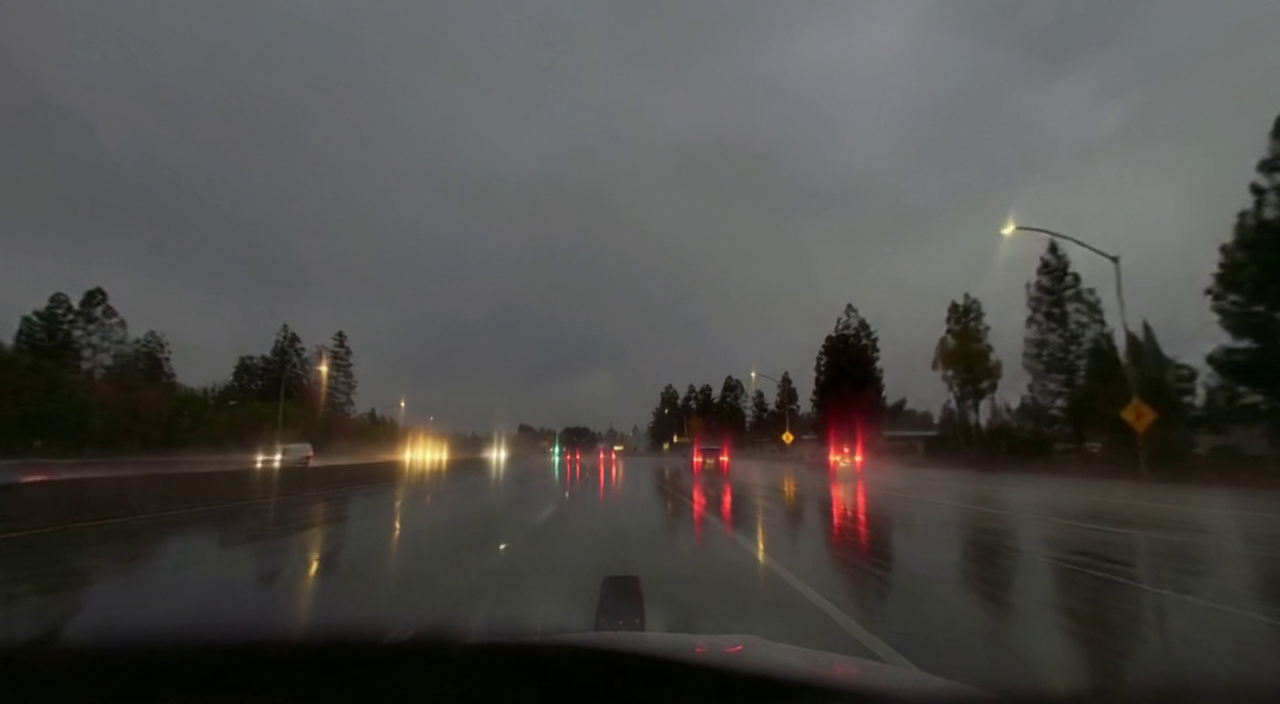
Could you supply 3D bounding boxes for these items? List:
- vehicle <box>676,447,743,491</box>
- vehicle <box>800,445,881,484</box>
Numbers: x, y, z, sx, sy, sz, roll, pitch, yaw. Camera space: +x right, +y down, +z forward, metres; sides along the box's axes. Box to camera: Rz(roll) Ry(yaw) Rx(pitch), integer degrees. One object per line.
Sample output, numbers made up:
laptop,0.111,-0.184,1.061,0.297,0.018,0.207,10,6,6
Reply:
vehicle,2.635,4.561,24.780,1.975,1.562,3.823,0,-9,-3
vehicle,9.175,5.195,29.285,1.909,1.634,4.739,0,-9,-3
